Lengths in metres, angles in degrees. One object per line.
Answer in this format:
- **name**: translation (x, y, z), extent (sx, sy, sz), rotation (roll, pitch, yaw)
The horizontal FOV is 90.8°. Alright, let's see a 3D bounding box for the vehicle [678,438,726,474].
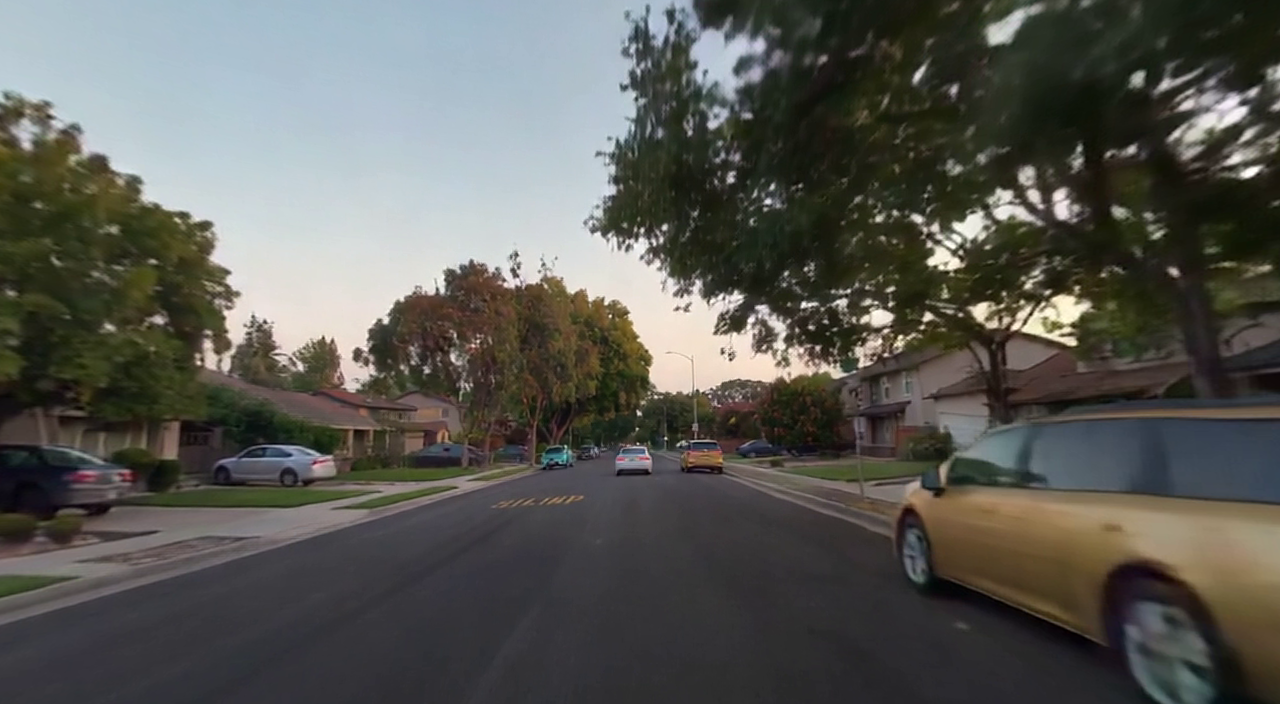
- **vehicle**: translation (3.128, 5.367, 32.859), extent (1.978, 1.690, 4.306), rotation (0, -8, -1)

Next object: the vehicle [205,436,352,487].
- **vehicle**: translation (-13.453, 4.076, 23.725), extent (4.253, 1.772, 1.980), rotation (0, -8, -3)

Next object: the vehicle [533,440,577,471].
- **vehicle**: translation (-5.649, 6.936, 42.543), extent (2.126, 1.816, 4.796), rotation (-3, -8, 1)

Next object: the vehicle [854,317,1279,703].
- **vehicle**: translation (3.464, 1.025, 4.041), extent (2.135, 1.809, 5.682), rotation (0, -8, -1)

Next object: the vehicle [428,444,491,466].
- **vehicle**: translation (-13.390, 7.658, 47.027), extent (4.129, 1.523, 1.839), rotation (0, -8, 0)

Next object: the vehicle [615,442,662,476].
- **vehicle**: translation (-0.071, 4.918, 29.294), extent (2.000, 1.449, 4.006), rotation (0, -8, 0)

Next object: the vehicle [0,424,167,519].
- **vehicle**: translation (-13.309, 2.505, 13.402), extent (4.836, 1.831, 1.982), rotation (0, -8, -2)
